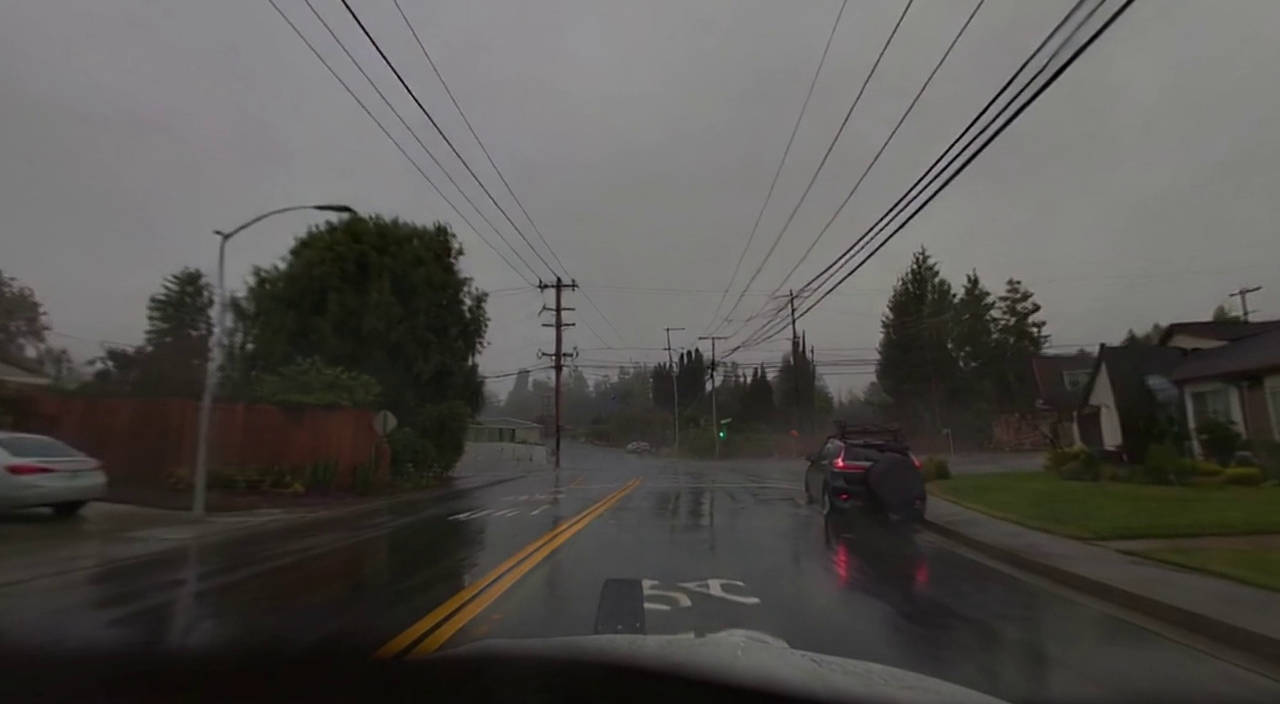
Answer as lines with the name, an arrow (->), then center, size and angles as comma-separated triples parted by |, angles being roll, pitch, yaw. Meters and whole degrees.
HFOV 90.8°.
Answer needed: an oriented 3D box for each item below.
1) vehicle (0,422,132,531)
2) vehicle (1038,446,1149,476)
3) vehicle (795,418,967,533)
vehicle -> -11.861, 2.083, 10.885 | 4.632, 1.644, 1.986 | -1, -9, 6
vehicle -> 24.243, 5.834, 33.958 | 4.322, 1.499, 1.927 | -2, -9, 13
vehicle -> 4.488, 2.349, 12.627 | 2.070, 1.847, 4.457 | -1, -9, 6
